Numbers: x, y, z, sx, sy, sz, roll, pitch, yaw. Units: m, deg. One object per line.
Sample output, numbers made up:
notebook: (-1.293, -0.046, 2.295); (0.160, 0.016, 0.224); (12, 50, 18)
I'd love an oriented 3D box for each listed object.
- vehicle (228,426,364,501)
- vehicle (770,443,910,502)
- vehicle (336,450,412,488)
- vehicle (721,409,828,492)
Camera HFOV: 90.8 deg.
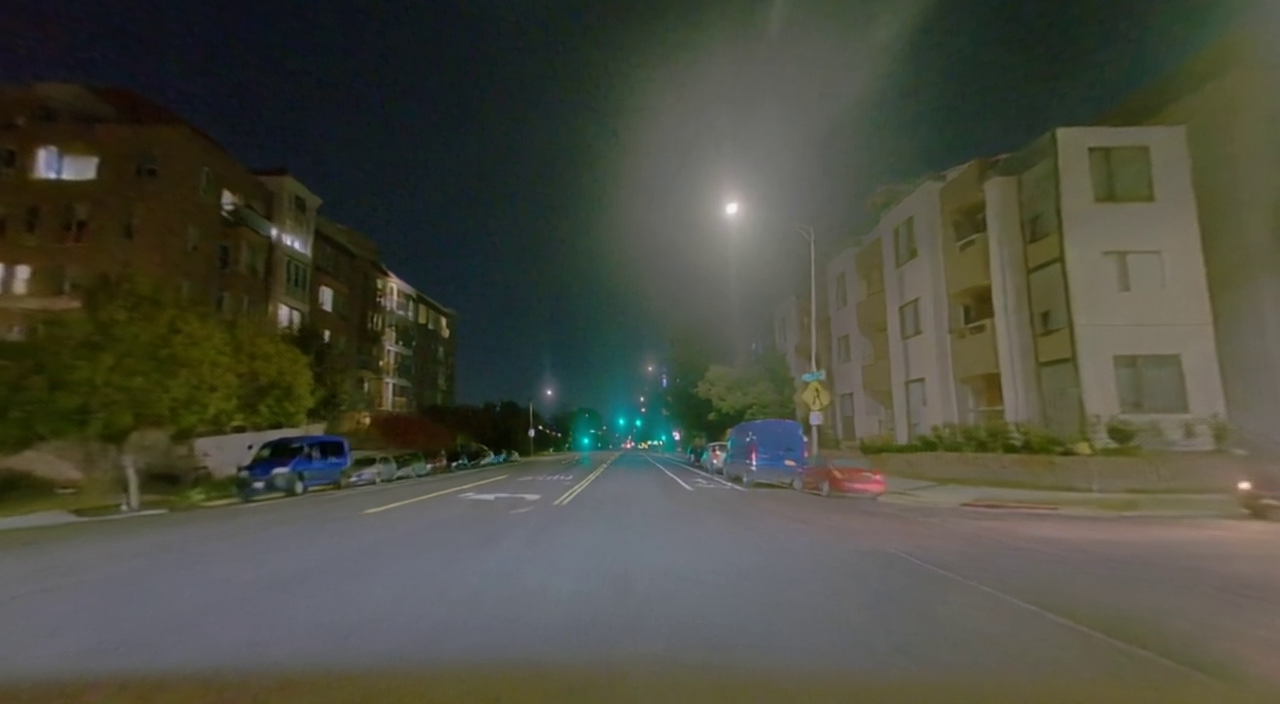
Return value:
vehicle: (-12.727, 4.094, 23.917); (2.164, 2.386, 5.460); (-2, -7, -1)
vehicle: (5.489, 3.343, 18.049); (1.848, 1.468, 4.332); (2, -9, -12)
vehicle: (-12.552, 5.490, 30.099); (1.892, 1.472, 4.523); (-2, -7, -3)
vehicle: (4.761, 3.635, 23.543); (2.414, 2.670, 5.833); (1, -8, -3)
